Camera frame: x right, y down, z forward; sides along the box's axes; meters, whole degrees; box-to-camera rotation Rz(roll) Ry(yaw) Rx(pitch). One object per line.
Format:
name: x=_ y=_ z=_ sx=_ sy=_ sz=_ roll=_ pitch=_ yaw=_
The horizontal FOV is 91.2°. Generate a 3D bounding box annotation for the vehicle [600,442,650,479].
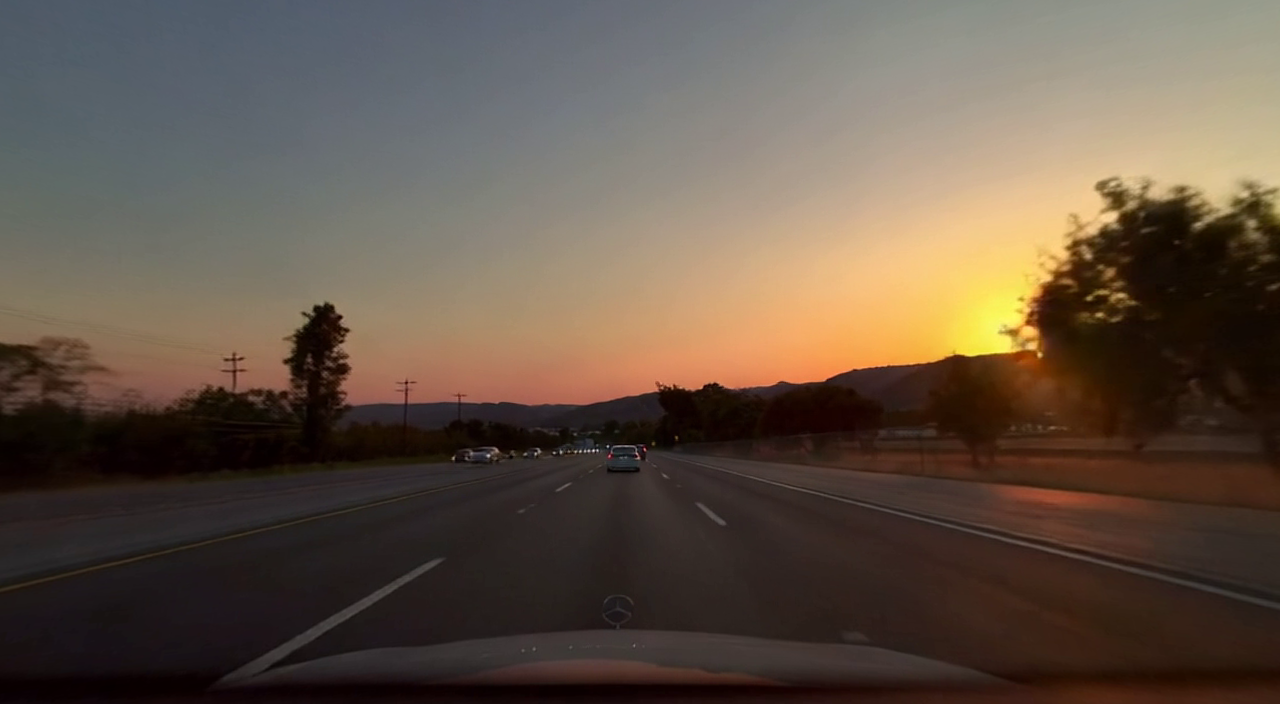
vehicle: x=-0.642 y=4.846 z=28.187 sx=2.095 sy=1.537 sz=4.017 roll=0 pitch=-9 yaw=-1
